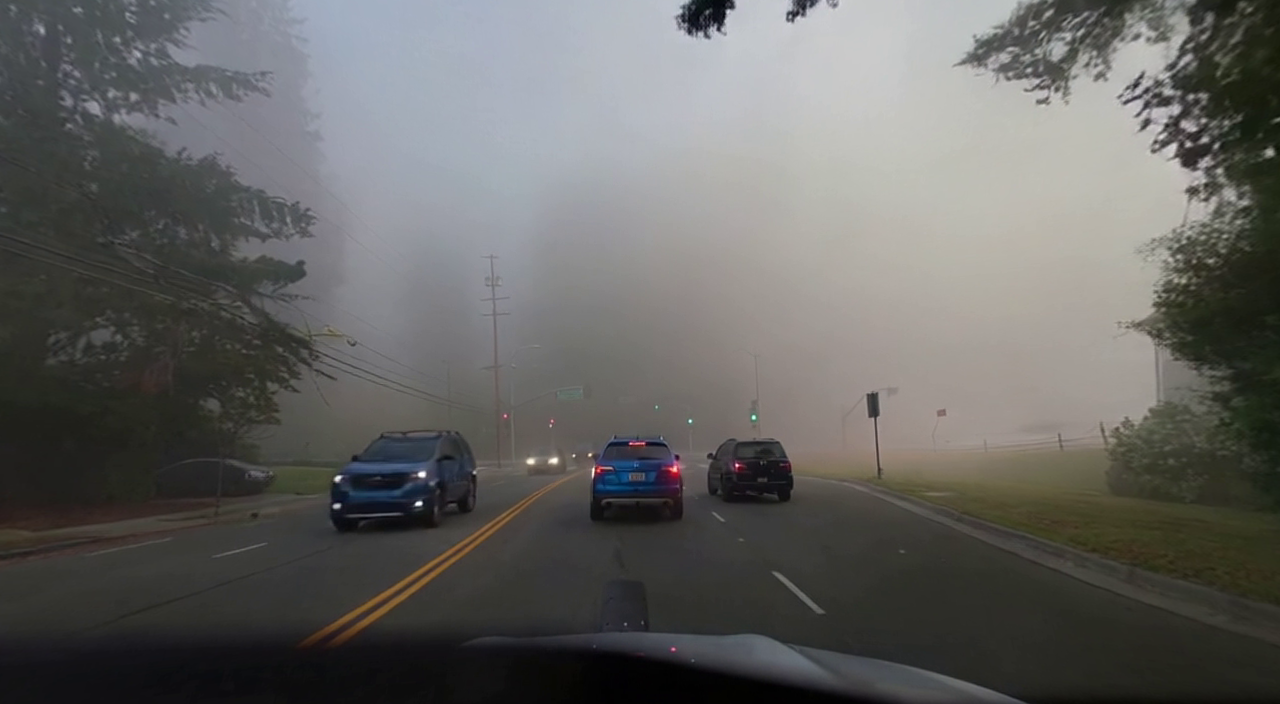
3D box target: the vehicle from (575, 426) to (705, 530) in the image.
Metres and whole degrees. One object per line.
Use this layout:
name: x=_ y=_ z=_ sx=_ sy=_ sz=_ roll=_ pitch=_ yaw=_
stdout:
vehicle: x=-0.033 y=2.405 z=12.579 sx=2.151 sy=1.695 sz=4.100 roll=0 pitch=-8 yaw=-1

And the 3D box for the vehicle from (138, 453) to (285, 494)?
vehicle: x=-16.273 y=4.630 z=24.087 sx=4.245 sy=1.446 sz=1.827 roll=0 pitch=-8 yaw=0

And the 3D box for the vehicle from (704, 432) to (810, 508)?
vehicle: x=3.002 y=3.122 z=17.146 sx=1.967 sy=1.756 sz=4.281 roll=0 pitch=-8 yaw=-1

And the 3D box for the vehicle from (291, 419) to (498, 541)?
vehicle: x=-4.600 y=2.476 z=13.037 sx=2.138 sy=1.938 sz=5.584 roll=0 pitch=-8 yaw=-1

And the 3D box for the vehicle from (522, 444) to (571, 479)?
vehicle: x=-4.948 y=5.814 z=33.786 sx=2.063 sy=1.727 sz=3.923 roll=0 pitch=-8 yaw=-1
